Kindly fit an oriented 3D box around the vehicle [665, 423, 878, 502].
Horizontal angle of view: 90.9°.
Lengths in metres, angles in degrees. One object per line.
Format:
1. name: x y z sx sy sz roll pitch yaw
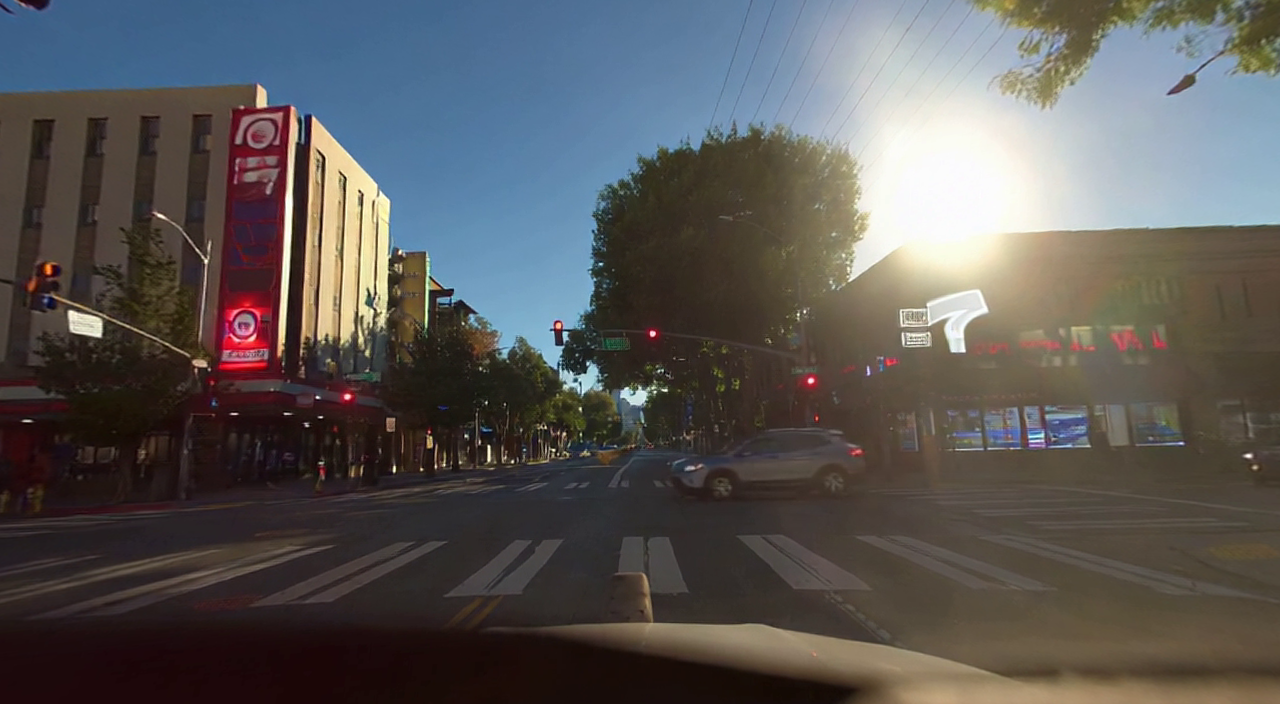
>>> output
1. vehicle: 3.081 2.720 15.674 4.836 1.795 1.957 0 -8 1
